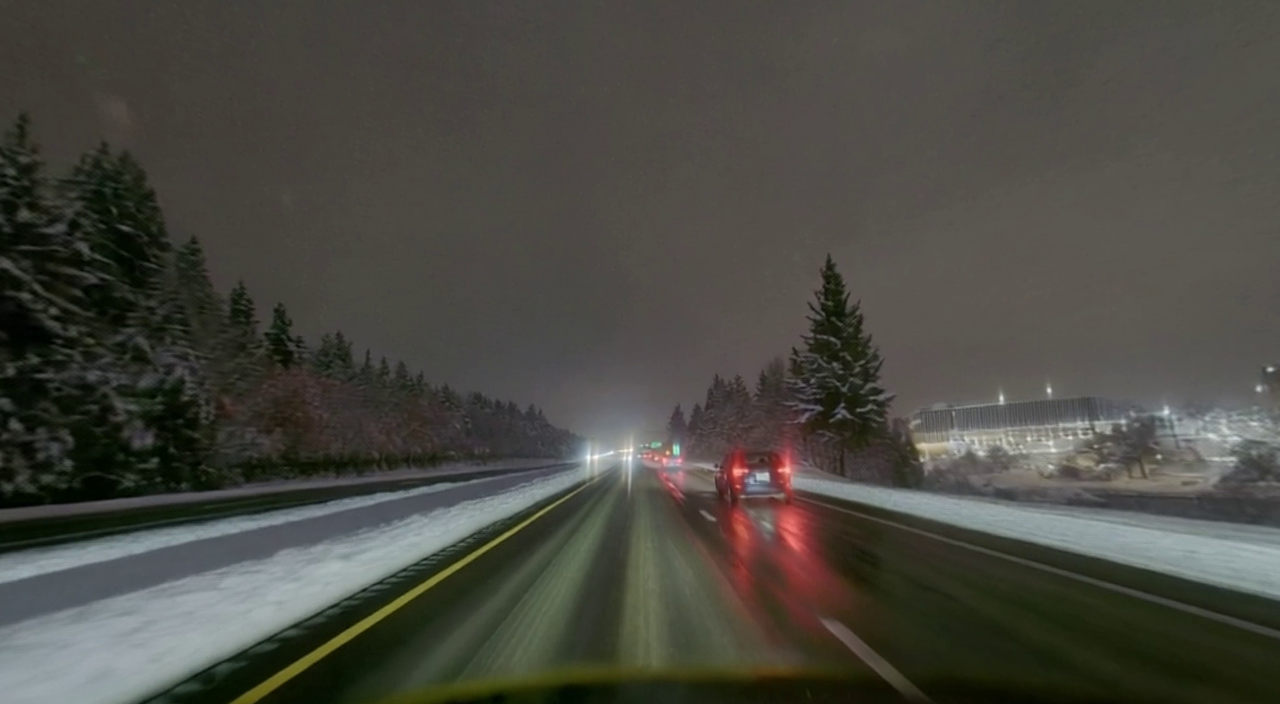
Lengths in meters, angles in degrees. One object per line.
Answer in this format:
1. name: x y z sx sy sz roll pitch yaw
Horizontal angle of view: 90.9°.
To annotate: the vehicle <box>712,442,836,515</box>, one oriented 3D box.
1. vehicle: 3.114 3.052 15.753 2.042 1.518 4.477 1 -9 -1
